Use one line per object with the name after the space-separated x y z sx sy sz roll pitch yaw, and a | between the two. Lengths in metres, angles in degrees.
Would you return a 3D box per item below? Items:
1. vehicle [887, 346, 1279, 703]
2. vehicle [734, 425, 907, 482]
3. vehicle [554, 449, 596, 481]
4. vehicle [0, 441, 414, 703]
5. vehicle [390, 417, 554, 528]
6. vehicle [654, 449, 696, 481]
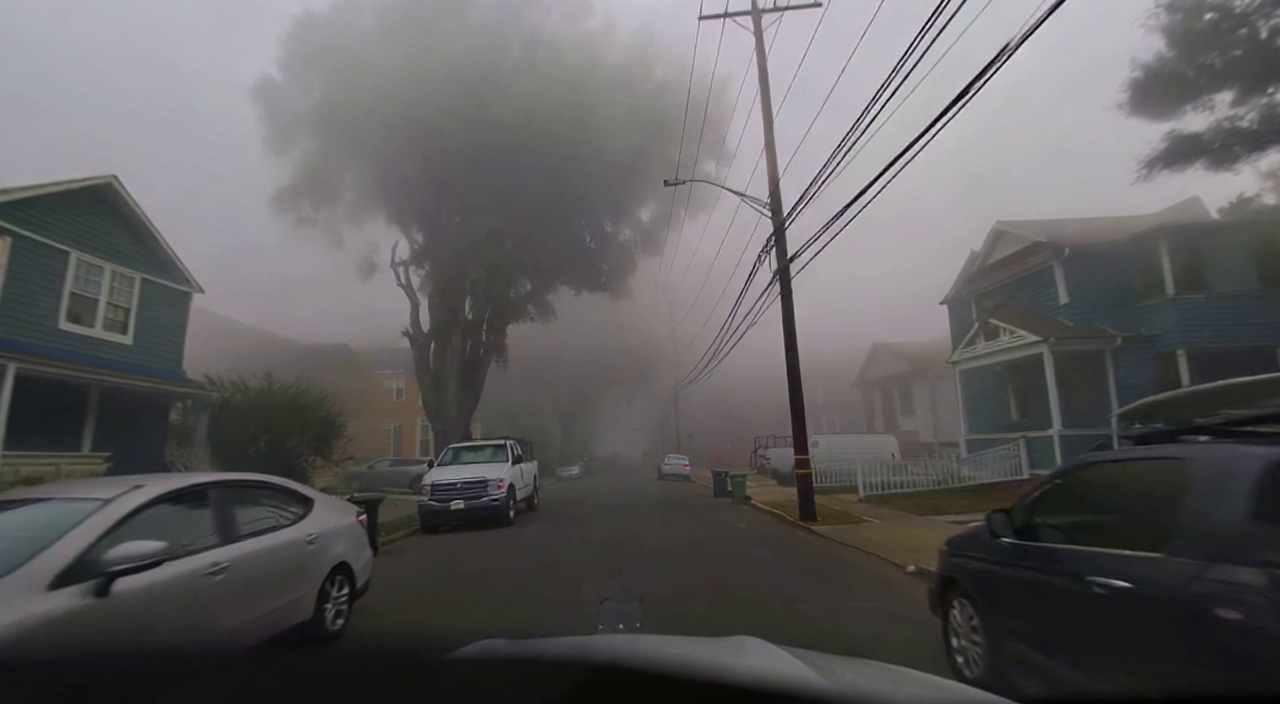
3.466 0.953 3.431 1.884 1.809 4.139 -1 -7 -11 | vehicle
6.795 3.883 24.345 5.974 2.066 2.152 0 -8 -1 | vehicle
-4.321 7.601 42.719 2.204 1.655 4.813 -8 -8 -1 | vehicle
-3.388 1.384 3.863 2.071 1.485 4.610 -5 -8 3 | vehicle
-3.747 2.784 15.387 2.399 2.085 5.589 -3 -8 0 | vehicle
1.919 6.379 35.988 2.043 1.631 4.613 0 -8 -1 | vehicle
